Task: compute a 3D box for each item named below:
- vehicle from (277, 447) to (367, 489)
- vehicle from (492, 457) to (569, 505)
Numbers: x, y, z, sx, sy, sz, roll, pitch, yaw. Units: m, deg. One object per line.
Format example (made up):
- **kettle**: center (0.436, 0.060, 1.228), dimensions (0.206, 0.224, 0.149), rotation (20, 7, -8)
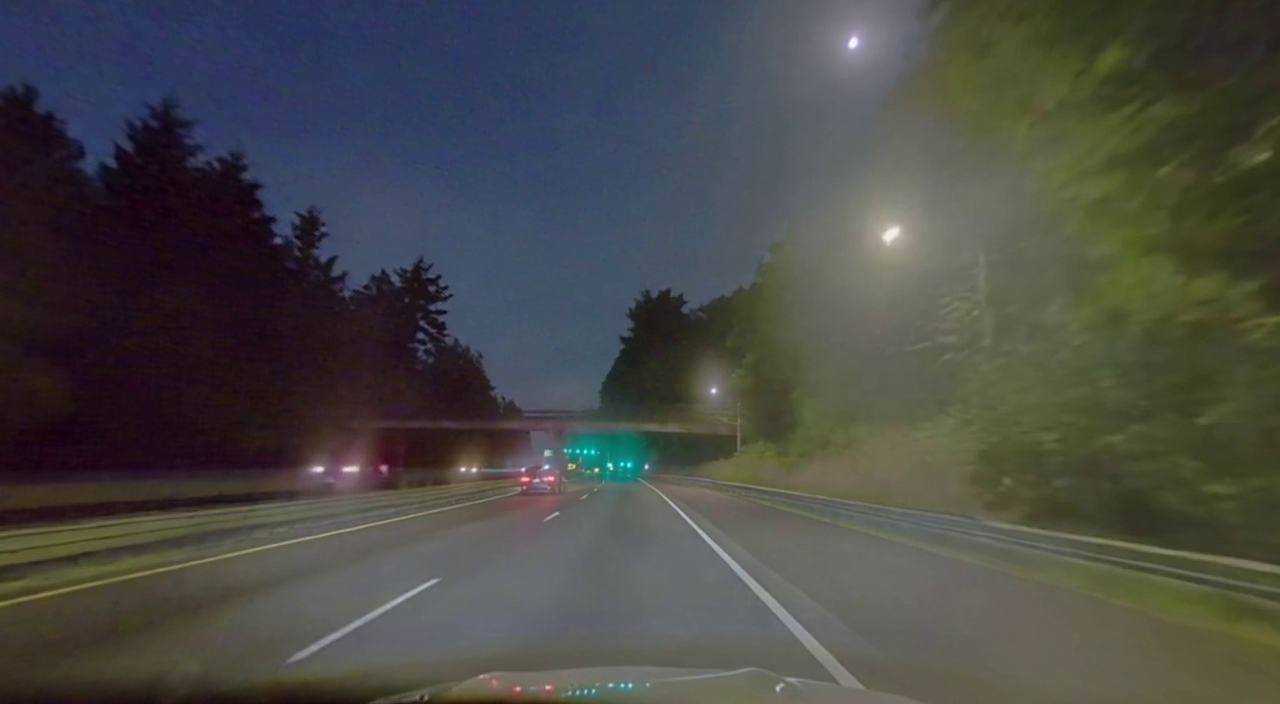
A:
- **vehicle**: center (-14.343, 5.285, 28.710), dimensions (1.860, 1.730, 4.322), rotation (1, -11, -1)
- **vehicle**: center (-4.363, 5.307, 26.133), dimensions (2.286, 1.757, 5.057), rotation (1, -11, 0)
